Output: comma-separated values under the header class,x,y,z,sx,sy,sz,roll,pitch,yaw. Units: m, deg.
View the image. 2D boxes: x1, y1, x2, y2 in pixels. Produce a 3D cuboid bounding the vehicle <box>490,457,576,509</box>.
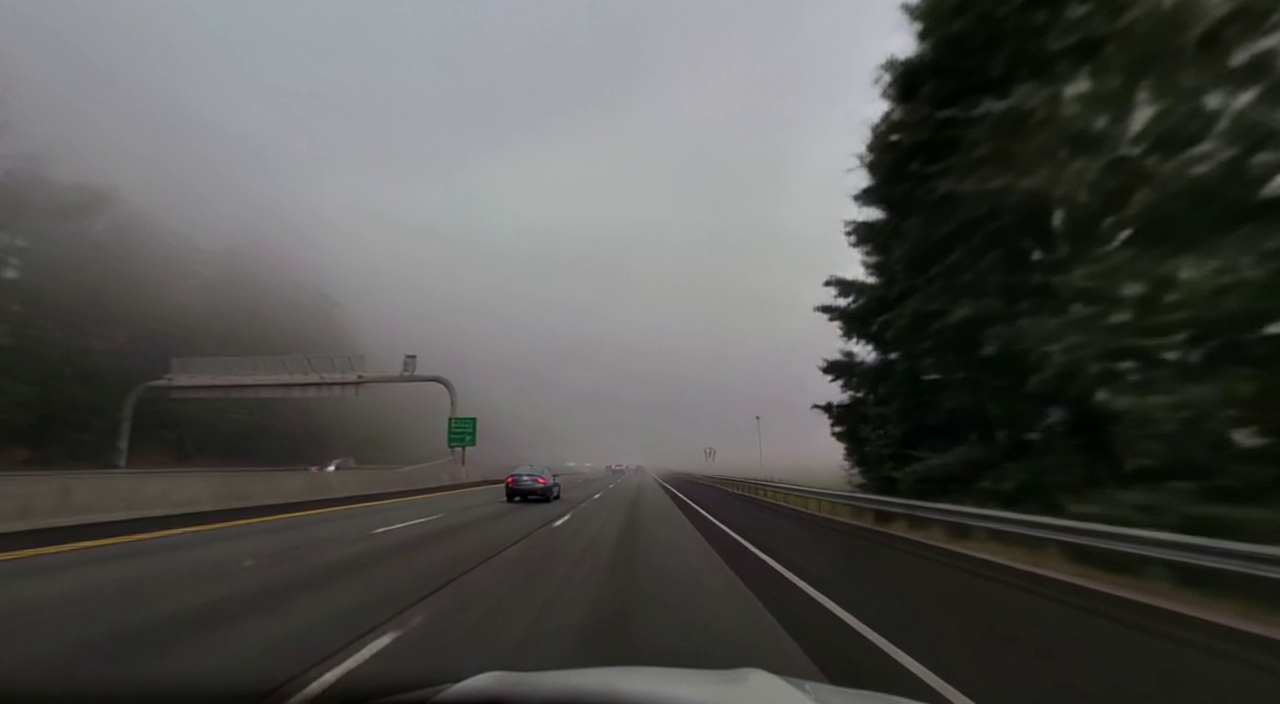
class,x,y,z,sx,sy,sz,roll,pitch,yaw
vehicle,-3.507,4.430,21.609,2.039,1.505,4.843,1,-10,0
